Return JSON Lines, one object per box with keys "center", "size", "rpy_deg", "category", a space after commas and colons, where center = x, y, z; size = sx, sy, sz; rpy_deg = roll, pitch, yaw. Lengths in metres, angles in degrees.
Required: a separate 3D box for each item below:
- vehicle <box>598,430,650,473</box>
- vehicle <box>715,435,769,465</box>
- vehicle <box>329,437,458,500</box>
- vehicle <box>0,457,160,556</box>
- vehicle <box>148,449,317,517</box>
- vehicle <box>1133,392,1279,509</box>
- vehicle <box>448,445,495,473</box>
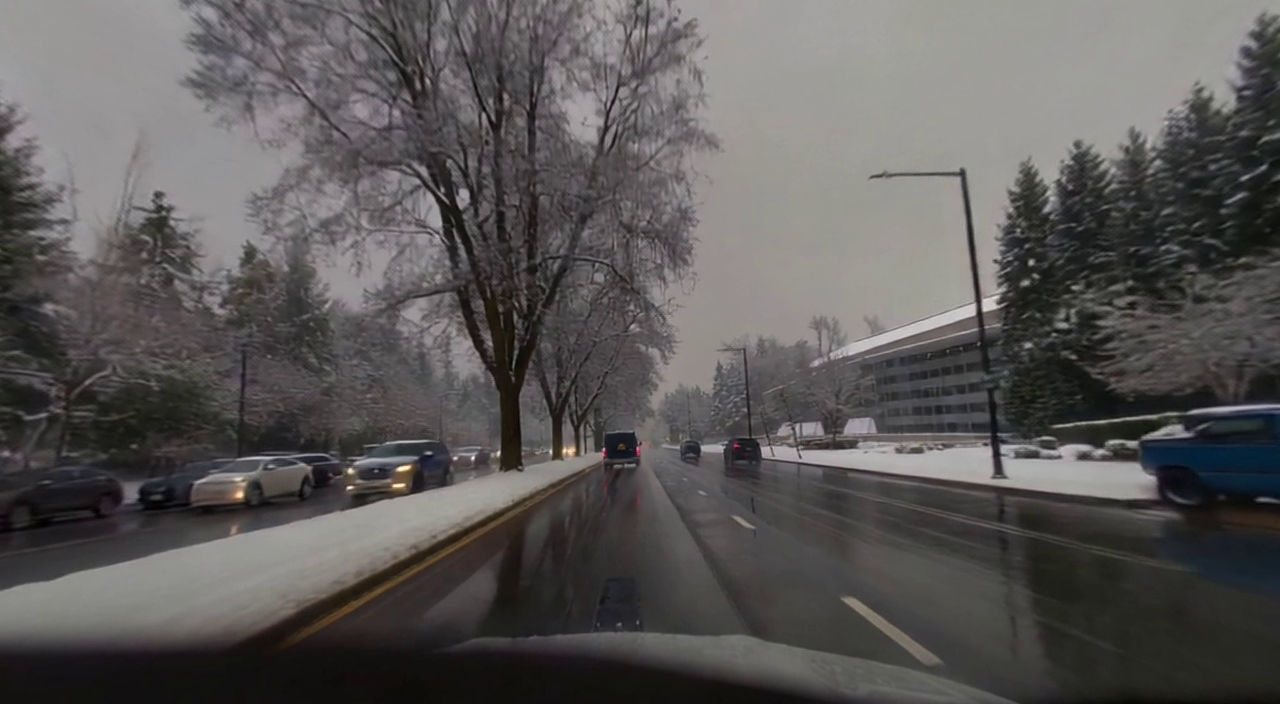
{"center": [-0.789, 4.991, 31.914], "size": [2.411, 1.937, 5.186], "rpy_deg": [0, -8, -1], "category": "vehicle"}
{"center": [6.245, 6.079, 39.312], "size": [2.364, 1.781, 4.854], "rpy_deg": [0, -8, -2], "category": "vehicle"}
{"center": [-8.096, 3.848, 21.448], "size": [2.184, 1.824, 5.418], "rpy_deg": [0, -8, 0], "category": "vehicle"}
{"center": [-11.473, 2.696, 11.295], "size": [2.107, 1.524, 4.697], "rpy_deg": [0, -8, 0], "category": "vehicle"}
{"center": [-11.256, 3.601, 17.884], "size": [2.025, 1.651, 4.097], "rpy_deg": [0, -8, -1], "category": "vehicle"}
{"center": [11.308, 1.512, 10.028], "size": [4.932, 1.738, 2.080], "rpy_deg": [-4, -9, 20], "category": "vehicle"}
{"center": [-11.692, 7.418, 44.198], "size": [2.042, 1.822, 4.913], "rpy_deg": [0, -8, -1], "category": "vehicle"}
